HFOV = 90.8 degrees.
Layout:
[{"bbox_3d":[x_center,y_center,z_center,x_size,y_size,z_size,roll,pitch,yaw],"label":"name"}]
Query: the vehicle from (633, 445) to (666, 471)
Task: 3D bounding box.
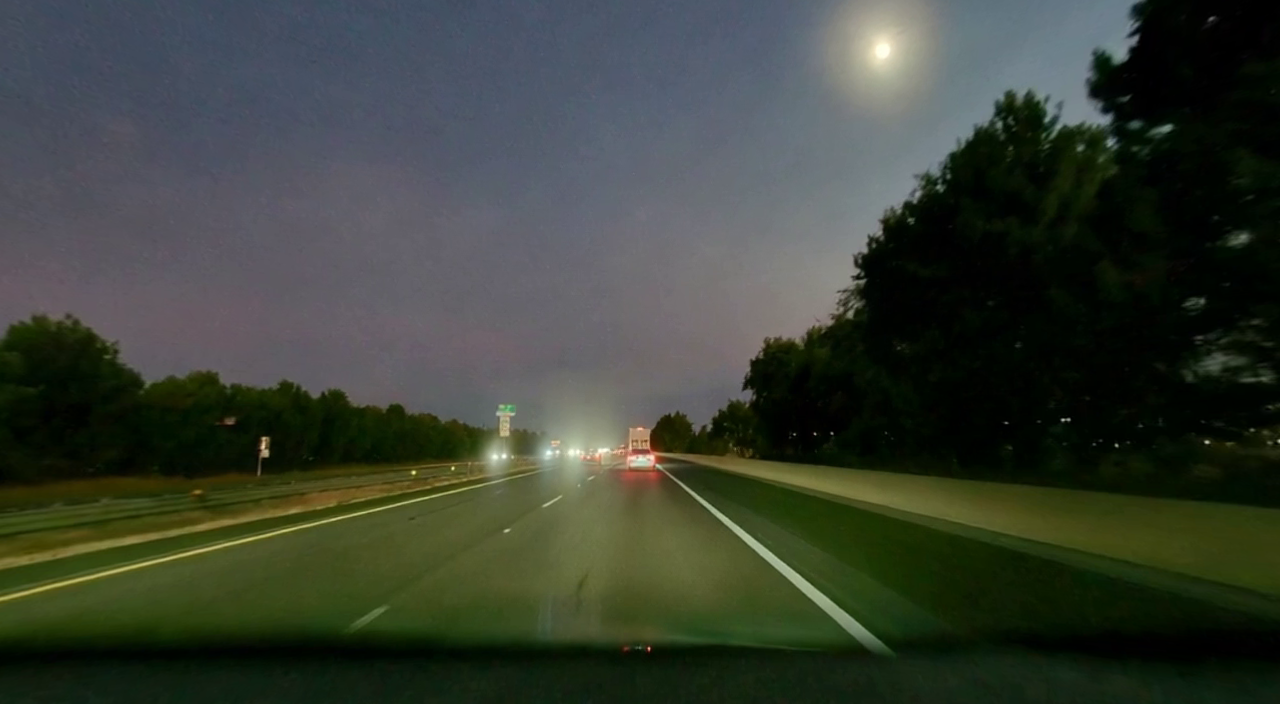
[{"bbox_3d":[0.558,6.891,41.120,1.992,1.593,3.937,0,-9,-1],"label":"vehicle"}]
